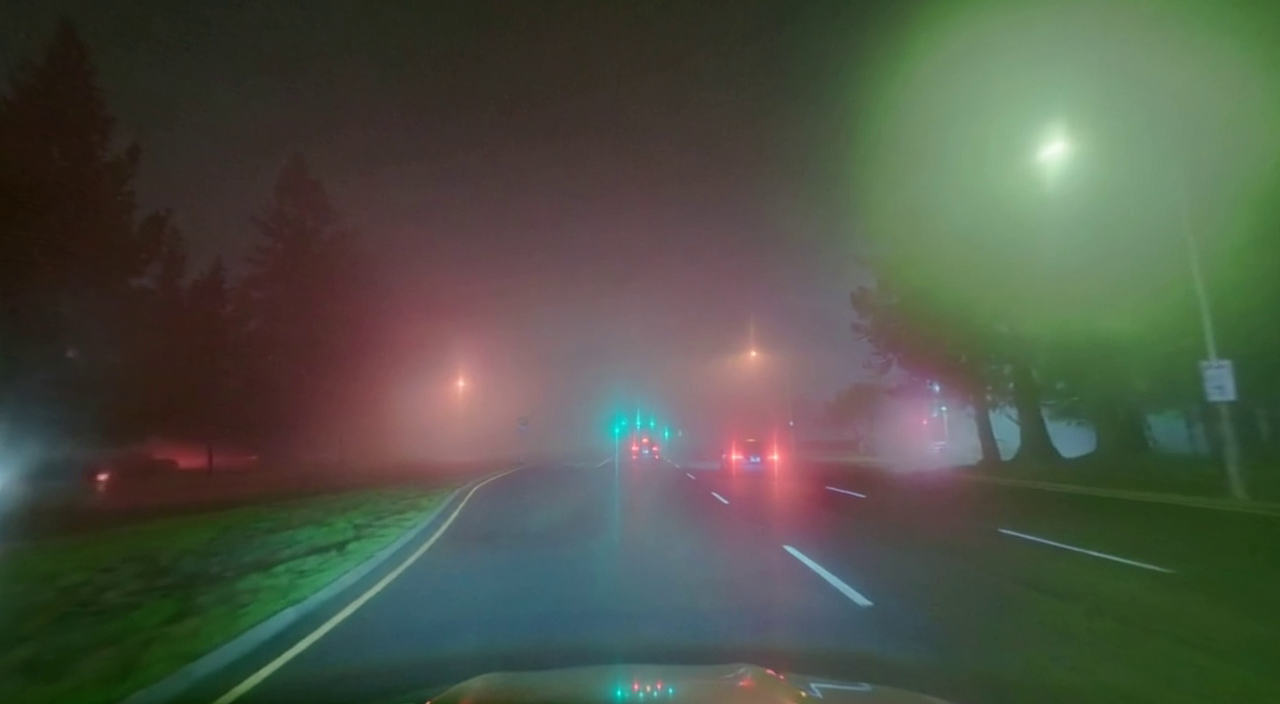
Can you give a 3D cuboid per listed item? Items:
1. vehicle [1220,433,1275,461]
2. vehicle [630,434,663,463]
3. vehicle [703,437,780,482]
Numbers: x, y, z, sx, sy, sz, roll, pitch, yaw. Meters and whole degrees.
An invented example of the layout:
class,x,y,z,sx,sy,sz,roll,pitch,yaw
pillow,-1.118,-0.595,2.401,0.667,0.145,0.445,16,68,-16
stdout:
class,x,y,z,sx,sy,sz,roll,pitch,yaw
vehicle,38.845,6.073,40.485,1.875,1.645,4.474,-6,-10,36
vehicle,0.383,6.565,43.076,1.988,1.800,4.322,0,-8,-2
vehicle,3.618,3.903,23.346,1.948,1.479,4.620,0,-8,-2
